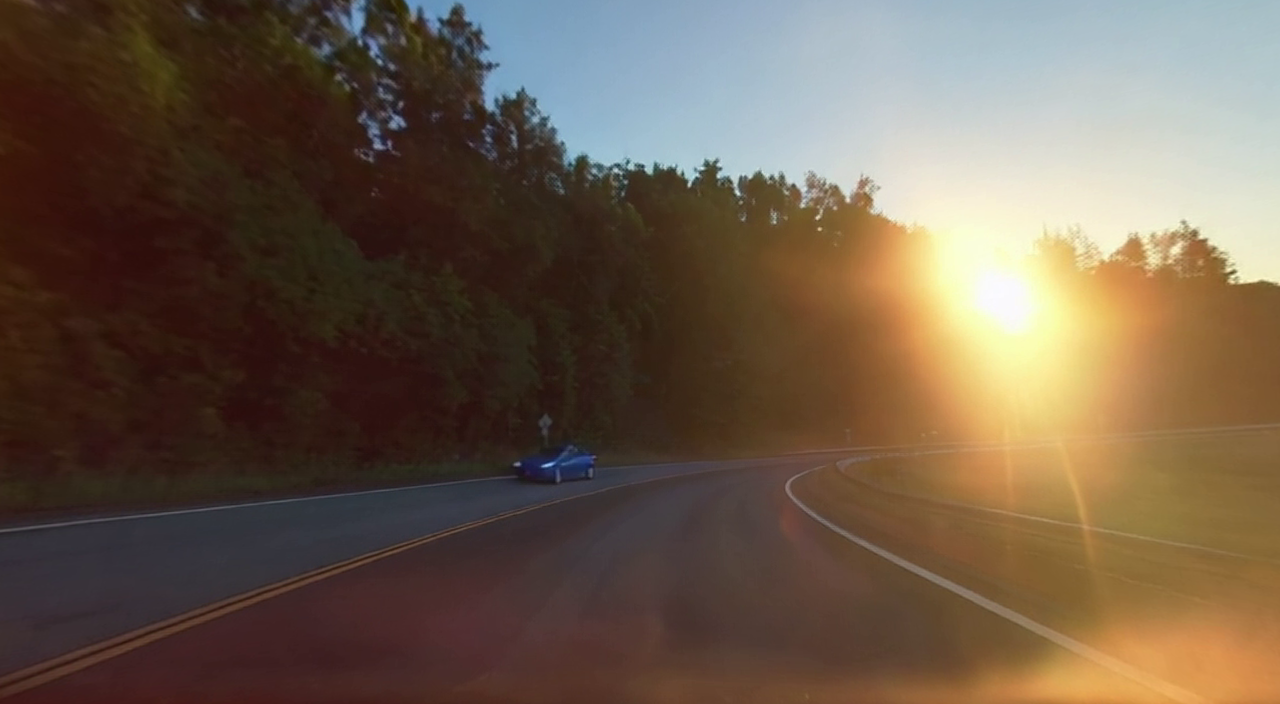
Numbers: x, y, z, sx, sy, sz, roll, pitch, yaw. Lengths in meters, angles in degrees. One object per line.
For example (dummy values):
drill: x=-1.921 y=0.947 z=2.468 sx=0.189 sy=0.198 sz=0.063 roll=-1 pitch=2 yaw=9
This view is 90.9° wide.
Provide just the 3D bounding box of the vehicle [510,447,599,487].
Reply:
vehicle: x=-3.488 y=4.826 z=26.874 sx=2.111 sy=1.509 sz=4.823 roll=-2 pitch=-9 yaw=14
